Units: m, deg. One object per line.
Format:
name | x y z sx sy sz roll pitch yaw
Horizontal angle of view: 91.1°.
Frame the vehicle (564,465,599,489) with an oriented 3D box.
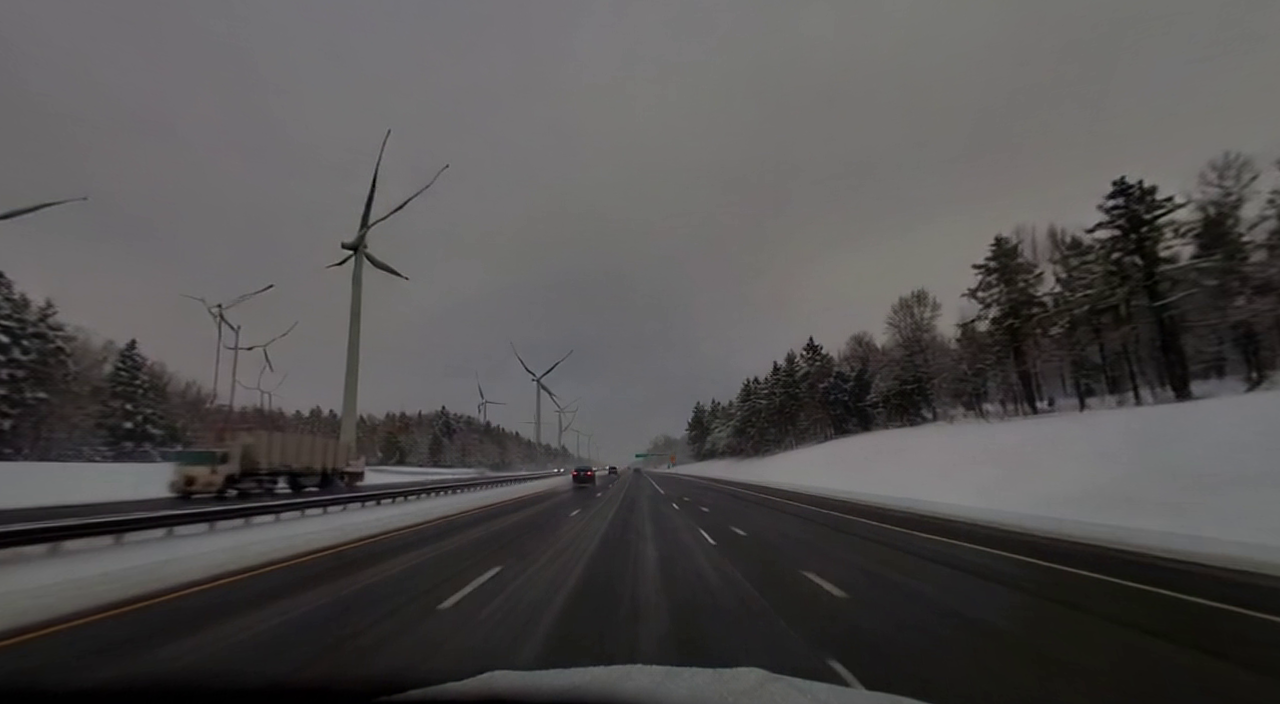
vehicle | -3.897 8.397 42.337 2.001 1.486 4.104 1 -10 -1
